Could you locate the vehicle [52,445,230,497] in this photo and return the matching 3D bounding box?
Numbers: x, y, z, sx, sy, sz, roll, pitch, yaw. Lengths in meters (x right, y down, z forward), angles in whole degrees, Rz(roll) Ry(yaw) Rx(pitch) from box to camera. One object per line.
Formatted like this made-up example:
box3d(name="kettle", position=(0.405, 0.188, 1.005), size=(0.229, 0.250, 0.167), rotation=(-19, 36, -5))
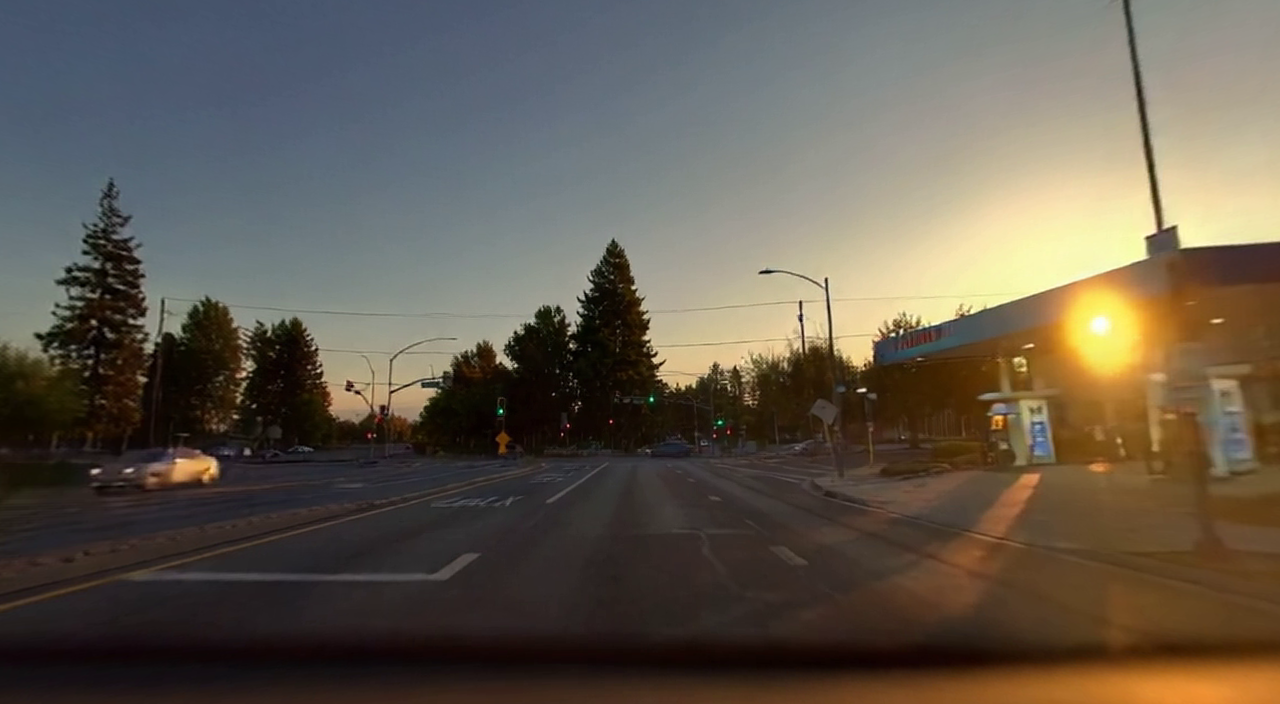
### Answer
box3d(name="vehicle", position=(-16.241, 3.850, 20.953), size=(1.911, 1.478, 4.601), rotation=(-1, -8, 4))
